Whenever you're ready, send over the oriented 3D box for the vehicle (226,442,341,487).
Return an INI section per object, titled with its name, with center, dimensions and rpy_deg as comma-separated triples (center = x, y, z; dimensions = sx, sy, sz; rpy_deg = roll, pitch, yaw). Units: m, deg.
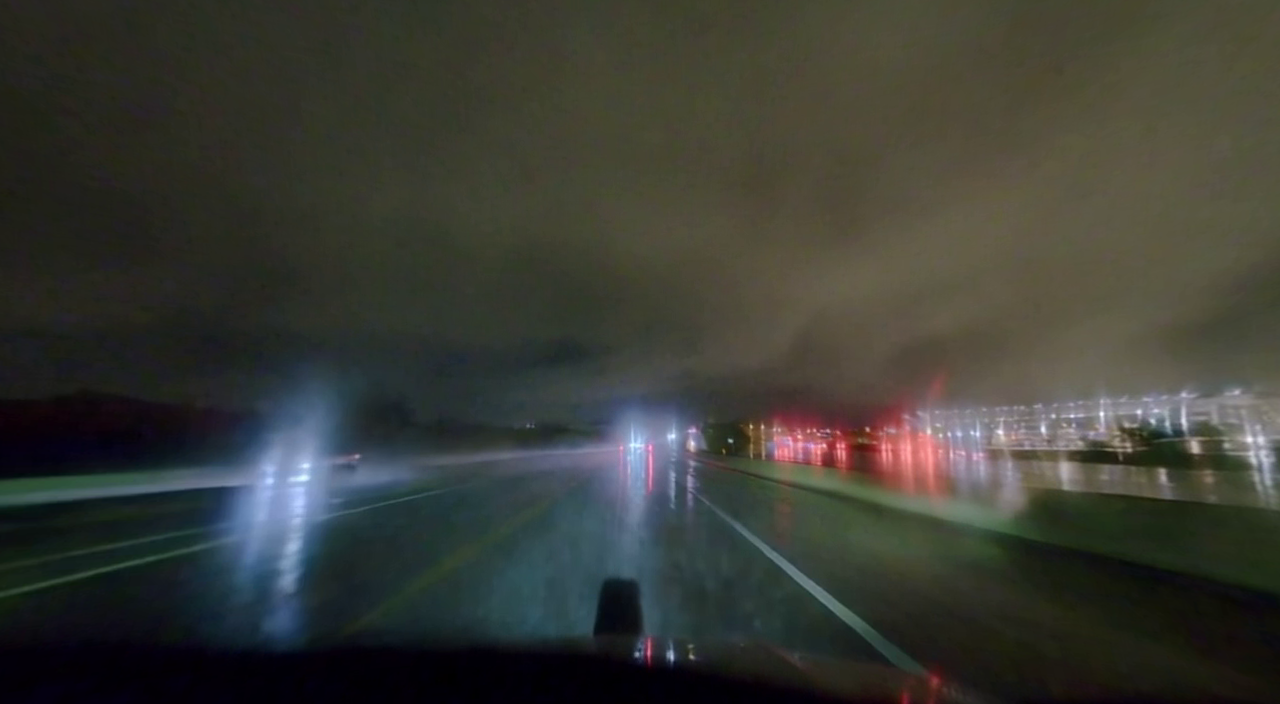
[vehicle]
center = -13.481, 4.263, 24.039
dimensions = 1.907, 1.533, 4.153
rpy_deg = 0, -9, 1
